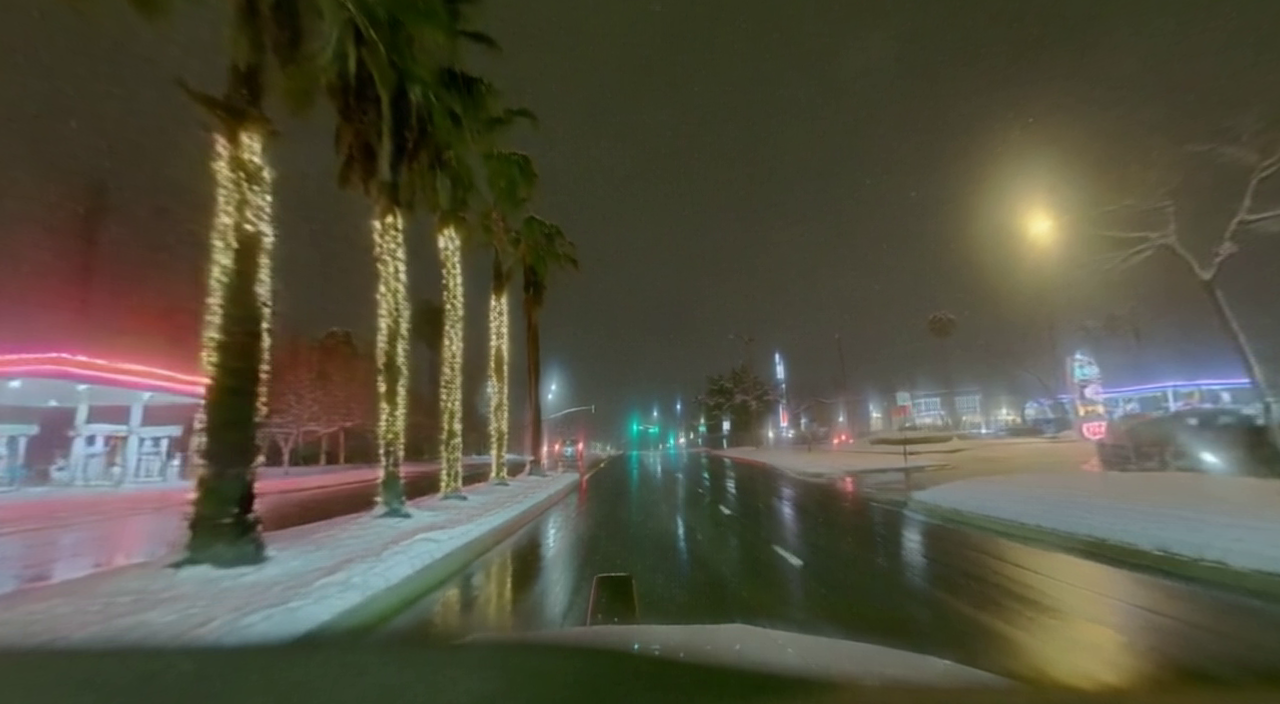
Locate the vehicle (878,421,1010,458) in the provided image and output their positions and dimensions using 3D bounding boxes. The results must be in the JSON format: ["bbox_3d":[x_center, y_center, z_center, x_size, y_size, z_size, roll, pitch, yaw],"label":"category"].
[{"bbox_3d":[14.463,4.202,30.296,5.317,1.700,1.901,0,-9,0],"label":"vehicle"}]

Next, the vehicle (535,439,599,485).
[{"bbox_3d":[-2.747,4.028,23.478,2.073,1.525,4.809,1,-9,-8],"label":"vehicle"}]

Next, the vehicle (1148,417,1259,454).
[{"bbox_3d":[27.284,4.075,30.666,3.685,1.459,1.685,3,-12,1],"label":"vehicle"}]
